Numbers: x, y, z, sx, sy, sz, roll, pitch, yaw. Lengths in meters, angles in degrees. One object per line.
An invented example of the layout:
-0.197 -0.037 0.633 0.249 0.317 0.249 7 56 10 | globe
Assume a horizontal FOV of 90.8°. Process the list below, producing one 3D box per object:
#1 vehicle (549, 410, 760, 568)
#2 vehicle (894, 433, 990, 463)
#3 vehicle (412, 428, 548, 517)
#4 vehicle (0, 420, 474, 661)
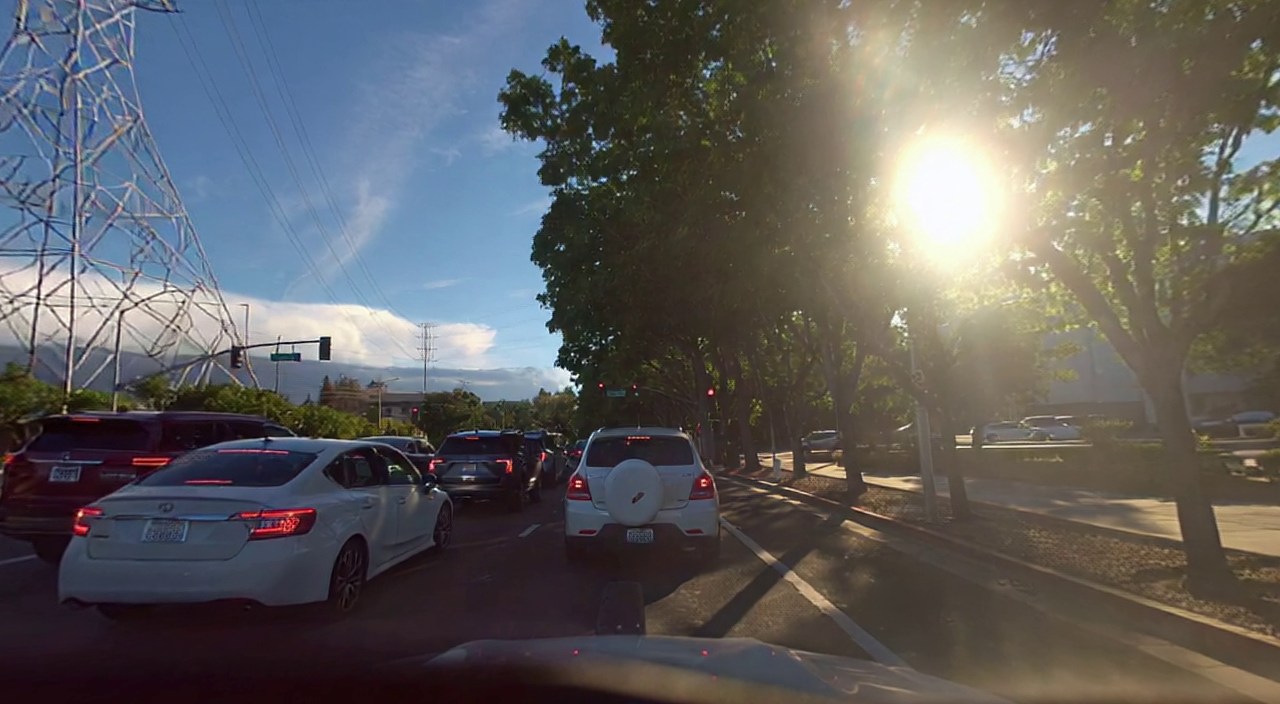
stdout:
0.088 1.768 8.926 2.239 1.661 4.224 0 -8 -2 | vehicle
15.101 4.800 31.709 3.858 1.437 1.899 0 -8 -4 | vehicle
-3.251 2.518 13.667 1.997 1.636 3.760 0 -8 -1 | vehicle
-3.169 1.498 6.214 1.973 1.469 4.448 0 -8 -1 | vehicle
